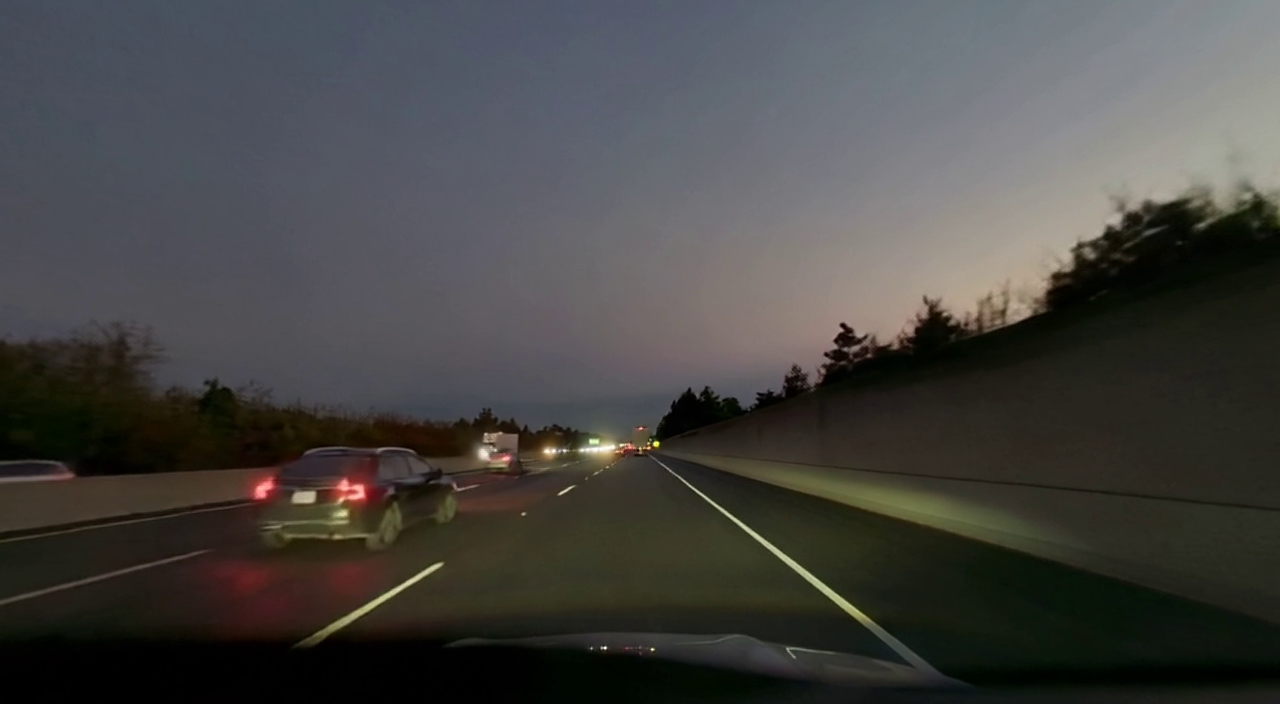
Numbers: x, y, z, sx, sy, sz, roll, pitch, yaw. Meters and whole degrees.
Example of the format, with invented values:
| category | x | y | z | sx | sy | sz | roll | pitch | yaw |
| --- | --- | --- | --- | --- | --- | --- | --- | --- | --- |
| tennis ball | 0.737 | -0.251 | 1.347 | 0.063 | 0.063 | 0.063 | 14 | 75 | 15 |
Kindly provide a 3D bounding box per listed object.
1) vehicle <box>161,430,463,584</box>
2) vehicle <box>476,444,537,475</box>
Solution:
| category | x | y | z | sx | sy | sz | roll | pitch | yaw |
| --- | --- | --- | --- | --- | --- | --- | --- | --- | --- |
| vehicle | -3.840 | 1.850 | 8.284 | 1.893 | 1.521 | 3.742 | 0 | -9 | 1 |
| vehicle | -7.297 | 5.927 | 34.982 | 2.179 | 1.577 | 5.070 | 0 | -9 | 1 |
